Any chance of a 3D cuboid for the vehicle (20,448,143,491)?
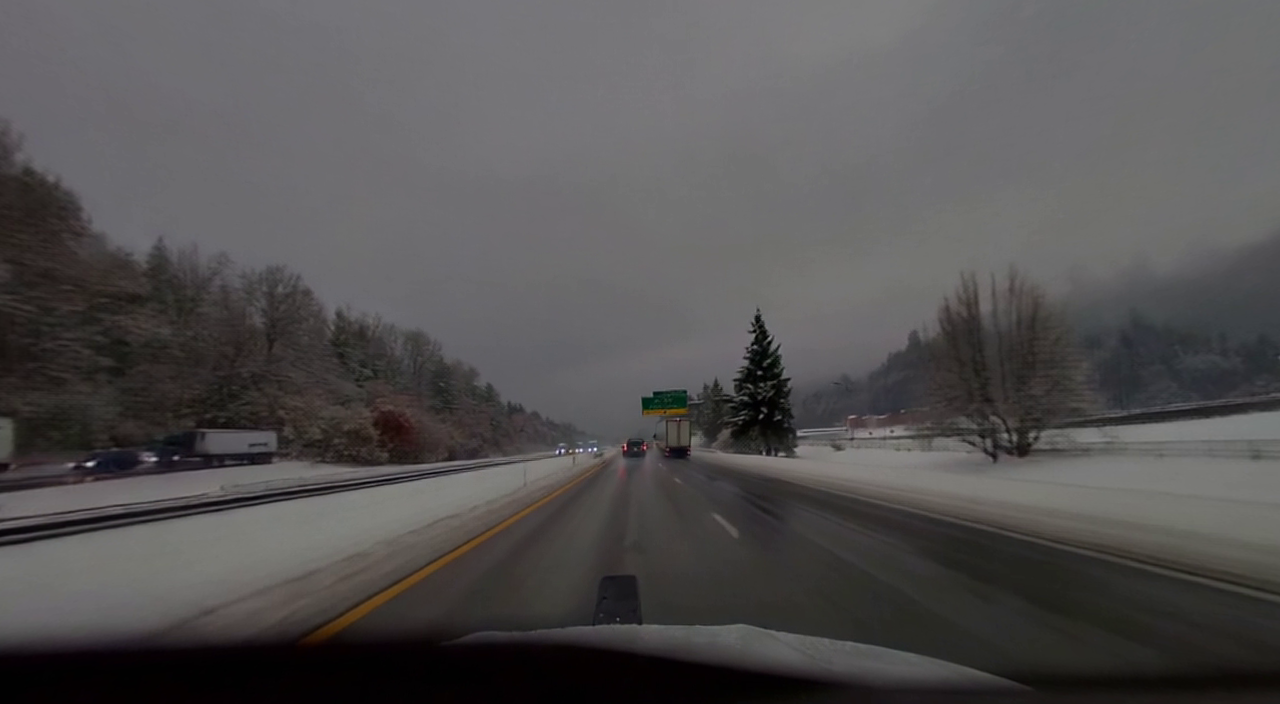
[{"bbox_3d":[-36.981,7.734,41.881,2.712,2.519,6.927,1,-9,-10],"label":"vehicle"}]
